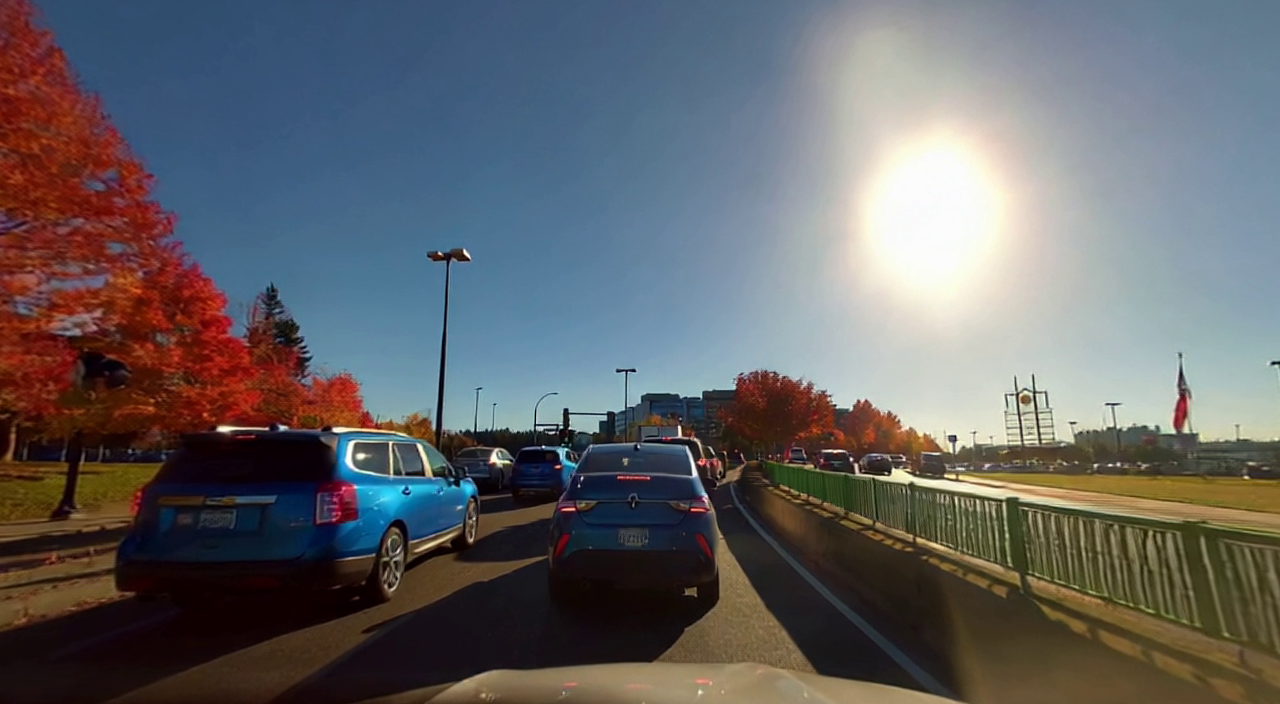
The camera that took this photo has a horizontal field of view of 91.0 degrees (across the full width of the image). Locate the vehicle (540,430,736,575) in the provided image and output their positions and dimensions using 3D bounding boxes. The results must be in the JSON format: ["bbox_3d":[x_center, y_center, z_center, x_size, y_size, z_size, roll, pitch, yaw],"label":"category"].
[{"bbox_3d":[0.096,1.927,8.919,2.090,1.506,4.276,0,-9,3],"label":"vehicle"}]

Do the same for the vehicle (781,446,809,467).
[{"bbox_3d":[12.205,8.268,49.800,1.944,1.544,4.301,-1,-9,12],"label":"vehicle"}]

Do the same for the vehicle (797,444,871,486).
[{"bbox_3d":[8.109,4.736,26.741,2.011,1.610,4.568,0,-9,5],"label":"vehicle"}]

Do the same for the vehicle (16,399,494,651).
[{"bbox_3d":[-3.075,1.465,6.384,1.988,1.635,4.260,0,-9,3],"label":"vehicle"}]
